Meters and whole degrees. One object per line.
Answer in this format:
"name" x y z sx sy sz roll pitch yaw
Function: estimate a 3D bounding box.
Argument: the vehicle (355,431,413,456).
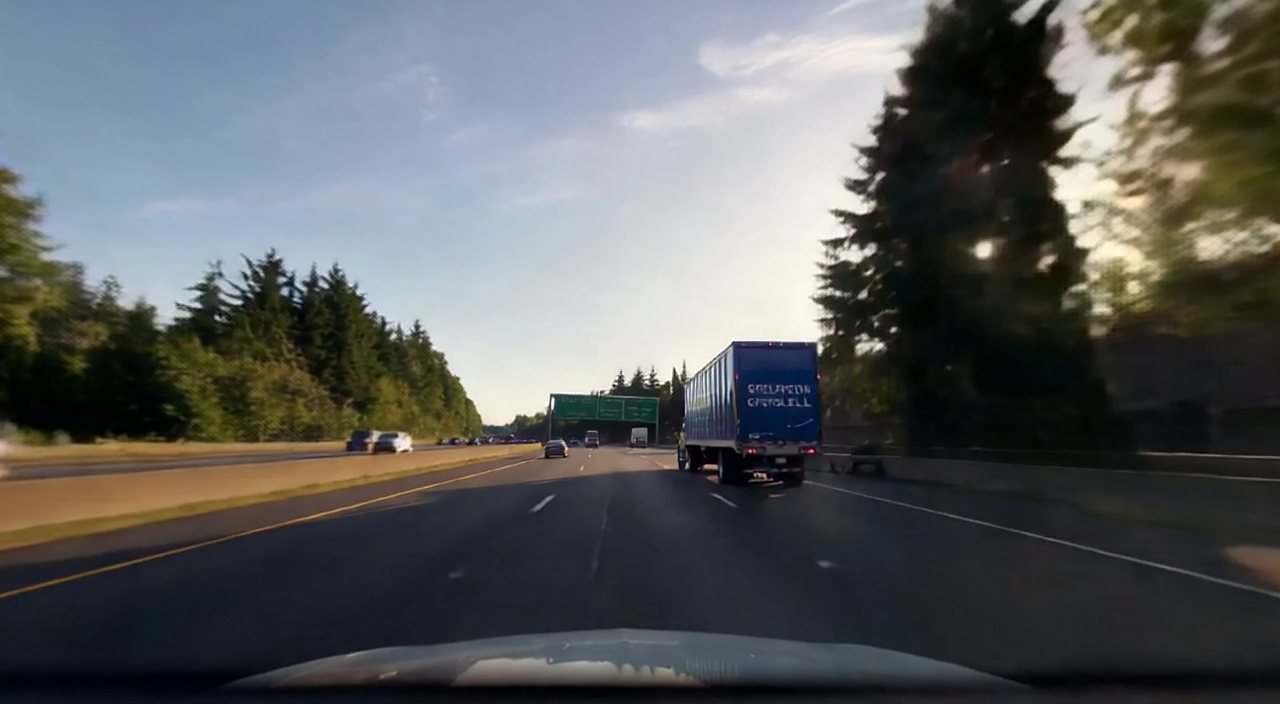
"vehicle" -16.116 5.780 39.996 1.917 1.485 4.686 1 -8 -3

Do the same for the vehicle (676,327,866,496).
"vehicle" 3.538 2.366 22.307 2.910 4.051 14.278 1 -8 -3

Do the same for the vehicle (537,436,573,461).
"vehicle" -5.686 6.489 42.556 2.030 1.547 3.862 1 -8 -3

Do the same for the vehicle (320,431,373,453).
"vehicle" -20.633 6.362 44.455 2.009 1.489 3.977 1 -8 -3
